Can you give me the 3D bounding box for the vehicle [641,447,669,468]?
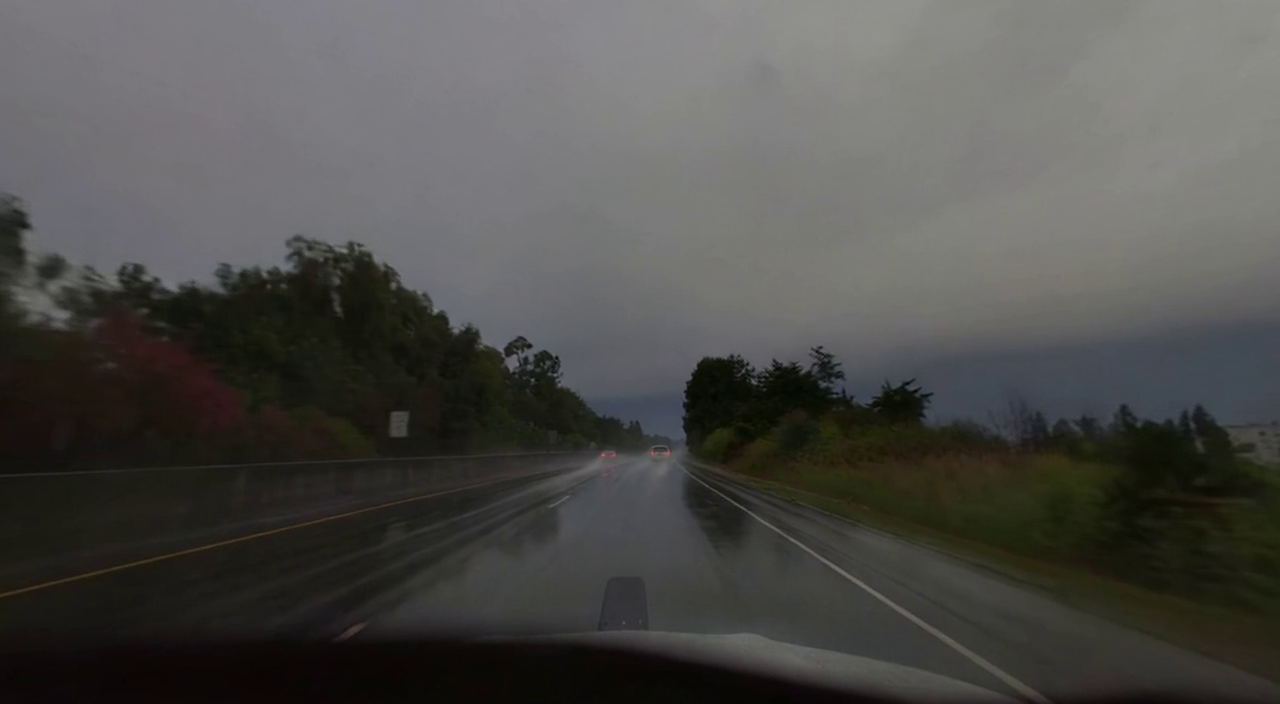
[{"bbox_3d":[1.066,7.724,46.221,1.934,1.488,3.832,0,-9,0],"label":"vehicle"}]
